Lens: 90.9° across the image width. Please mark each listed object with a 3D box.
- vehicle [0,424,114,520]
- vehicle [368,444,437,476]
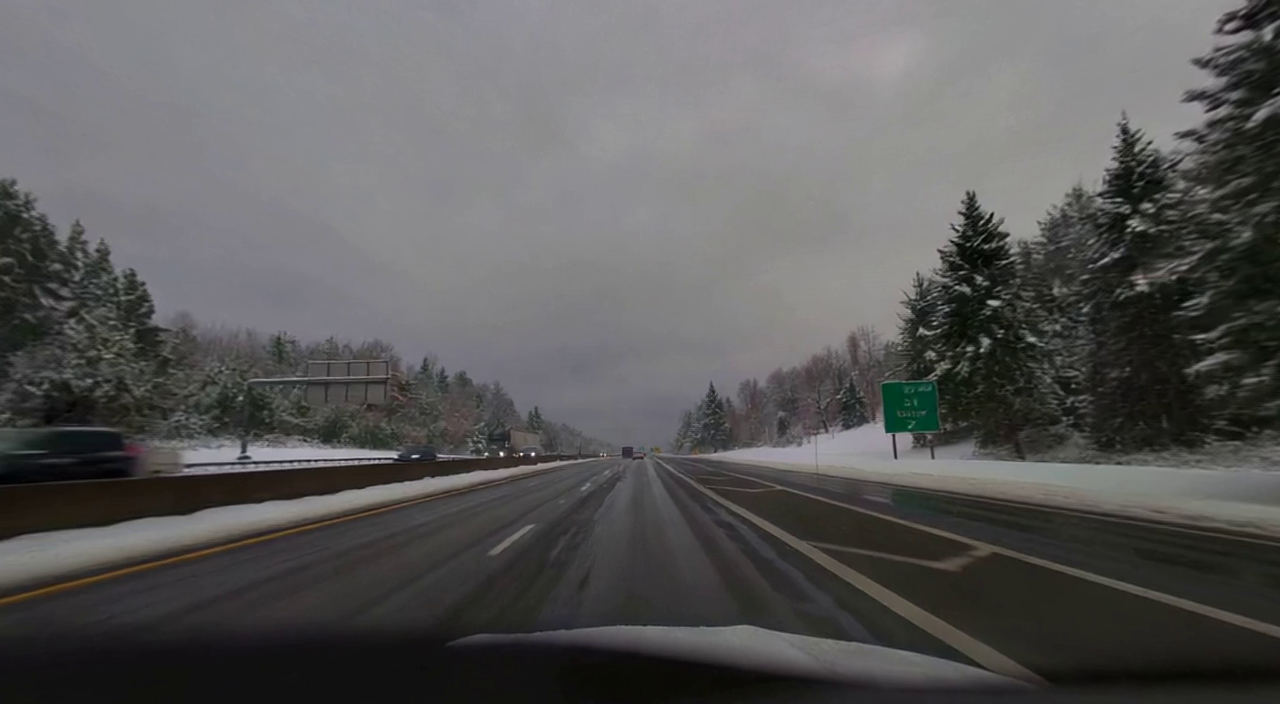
[{"bbox_3d":[-12.335,2.141,11.283,2.085,1.675,4.297,0,-9,0],"label":"vehicle"},{"bbox_3d":[-12.514,5.708,33.531,1.972,1.588,4.519,0,-9,0],"label":"vehicle"}]
